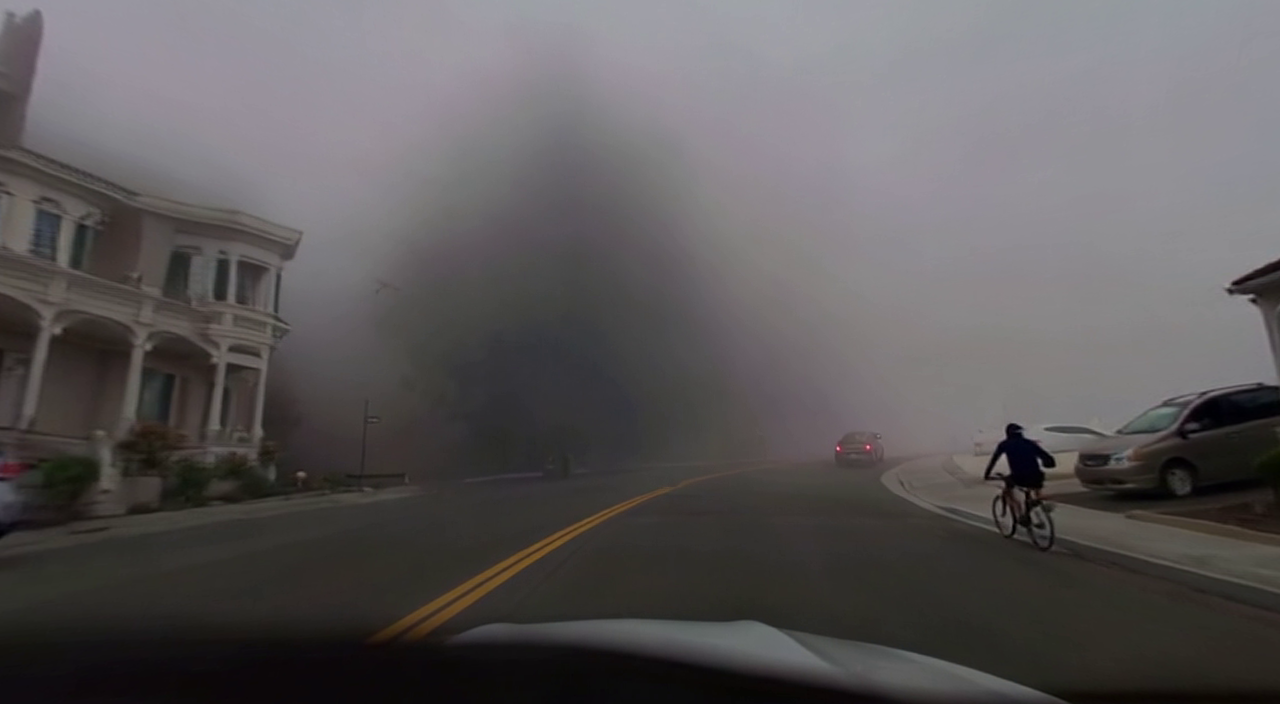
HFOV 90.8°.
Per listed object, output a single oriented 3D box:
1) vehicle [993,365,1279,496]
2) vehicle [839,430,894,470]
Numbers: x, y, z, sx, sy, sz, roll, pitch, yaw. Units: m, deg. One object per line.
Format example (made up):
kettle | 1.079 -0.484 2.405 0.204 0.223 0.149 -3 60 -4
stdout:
vehicle | 10.773 1.462 12.311 6.099 1.973 2.450 -6 -9 7
vehicle | 10.644 4.560 29.518 2.105 1.705 4.392 -4 -9 22
